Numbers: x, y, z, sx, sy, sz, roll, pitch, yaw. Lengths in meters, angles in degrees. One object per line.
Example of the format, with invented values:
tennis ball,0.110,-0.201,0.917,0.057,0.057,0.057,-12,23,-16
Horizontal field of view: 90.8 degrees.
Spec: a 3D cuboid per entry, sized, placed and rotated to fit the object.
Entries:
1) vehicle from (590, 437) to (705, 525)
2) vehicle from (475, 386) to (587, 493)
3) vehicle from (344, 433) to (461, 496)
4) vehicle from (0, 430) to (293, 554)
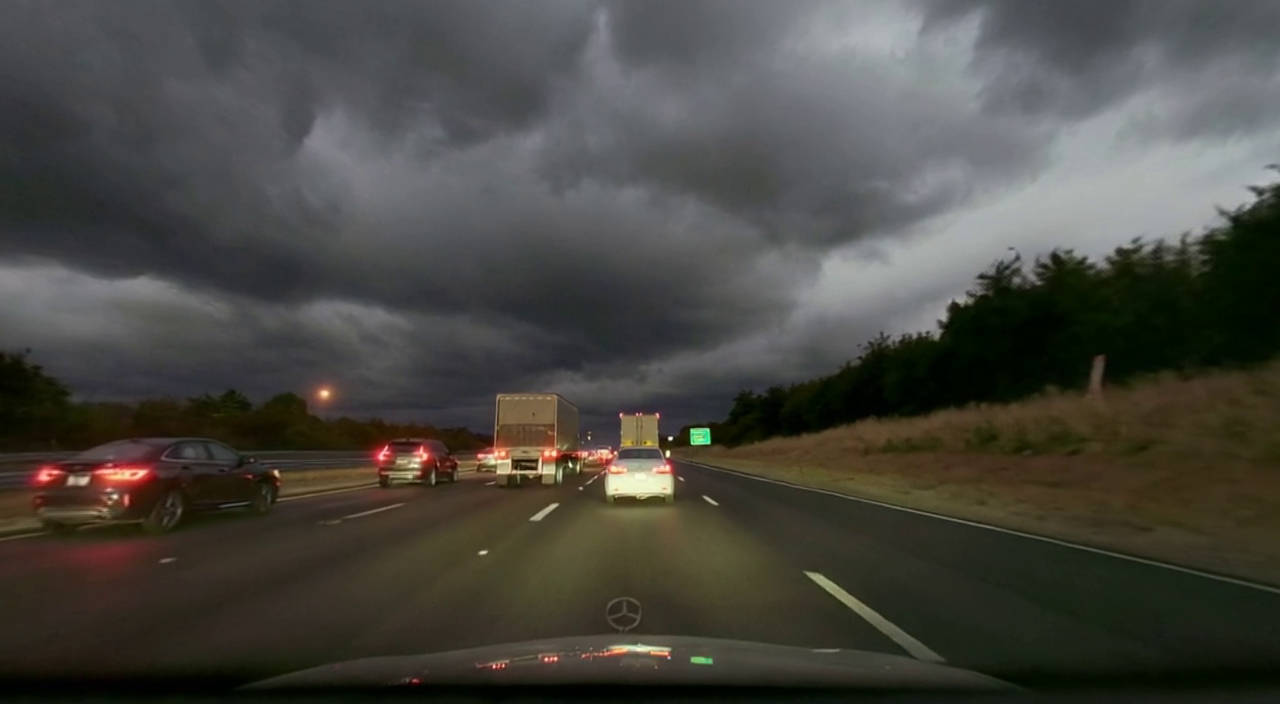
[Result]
vehicle,0.088,2.521,12.769,1.995,1.495,3.380,0,-9,-1
vehicle,-3.744,3.311,23.615,2.812,3.342,7.248,0,-9,1
vehicle,-7.342,3.525,20.051,1.952,1.746,4.332,-1,-9,1
vehicle,-7.906,2.115,10.228,1.879,1.521,4.623,-1,-9,1
